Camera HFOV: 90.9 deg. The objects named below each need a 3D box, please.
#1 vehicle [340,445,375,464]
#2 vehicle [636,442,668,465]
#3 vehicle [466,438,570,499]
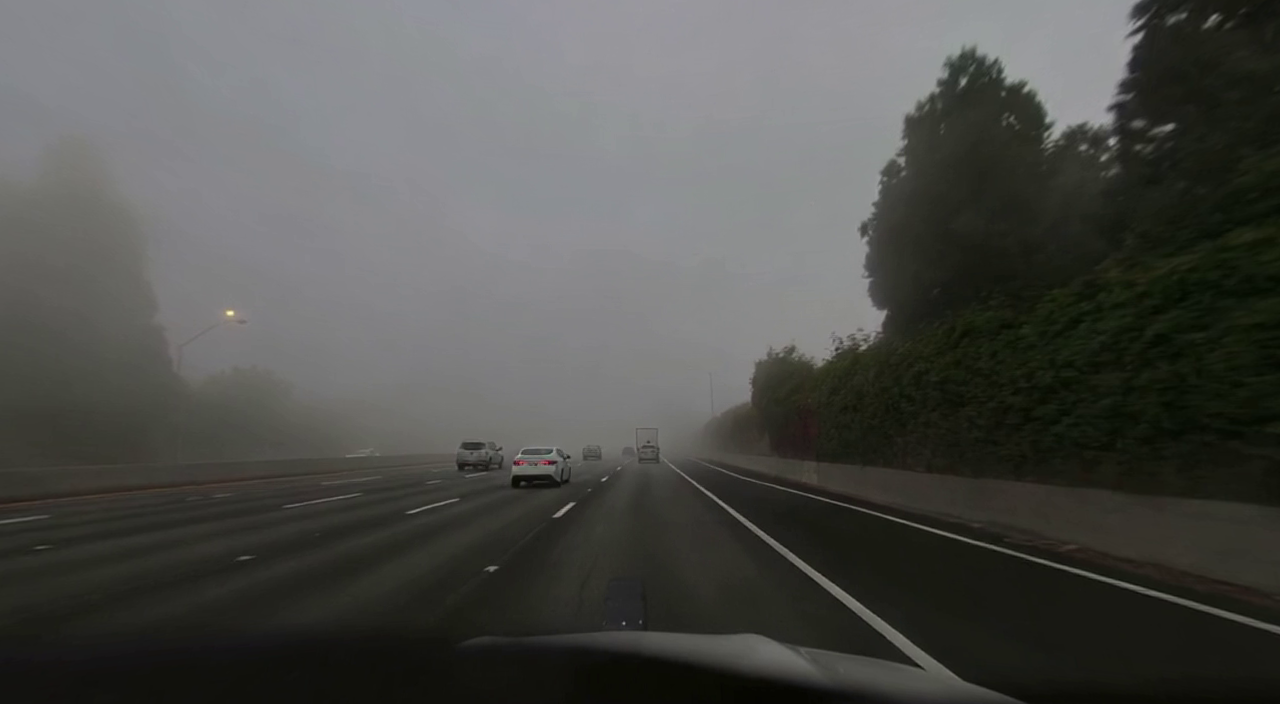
[{"bbox_3d":[-22.159,8.002,49.576,1.482,1.382,3.359,-1,-8,-5],"label":"vehicle"},{"bbox_3d":[0.816,6.916,43.253,2.073,1.480,4.343,0,-8,0],"label":"vehicle"},{"bbox_3d":[-3.259,3.197,17.694,2.056,1.480,4.022,-1,-8,1],"label":"vehicle"}]
